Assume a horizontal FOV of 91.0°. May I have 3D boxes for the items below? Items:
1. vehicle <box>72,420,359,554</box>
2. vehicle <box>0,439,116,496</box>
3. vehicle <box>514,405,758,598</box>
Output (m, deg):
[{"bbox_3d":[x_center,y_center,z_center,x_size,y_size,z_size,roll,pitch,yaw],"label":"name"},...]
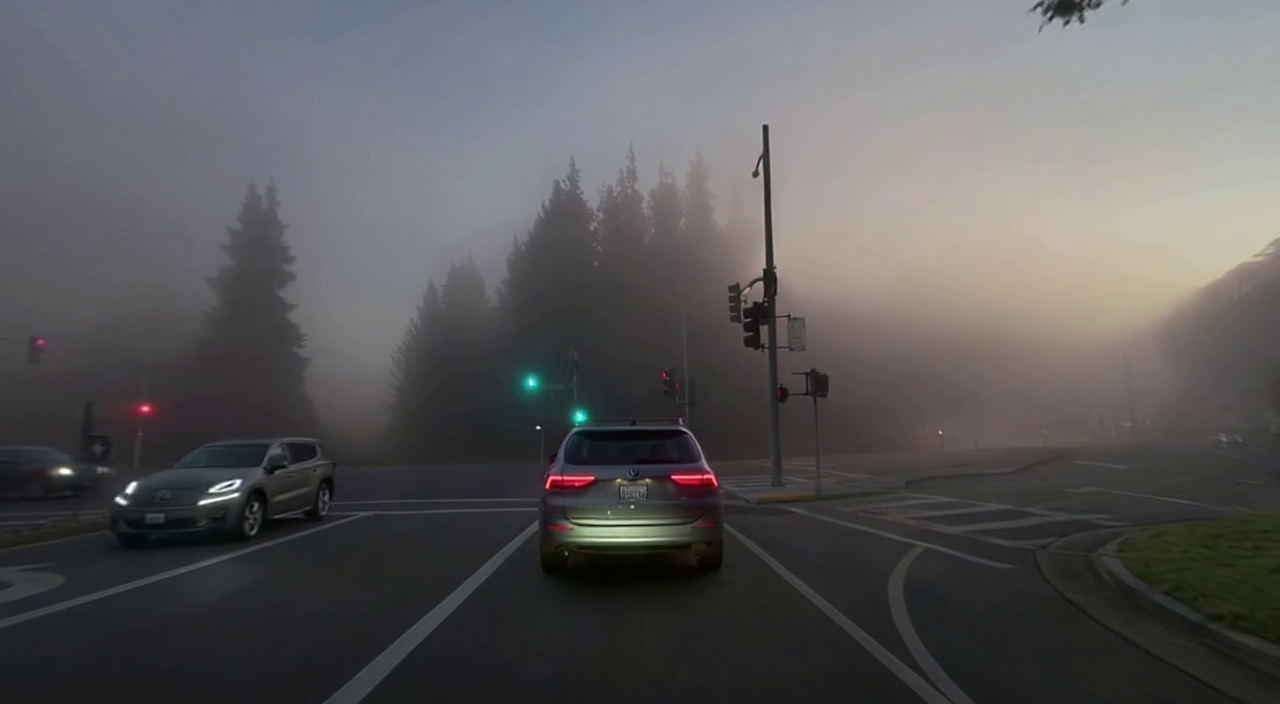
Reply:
[{"bbox_3d":[-6.428,2.058,10.295,2.020,1.695,4.187,1,-9,-5],"label":"vehicle"},{"bbox_3d":[-21.877,3.975,21.941,5.623,1.843,2.147,-1,-9,8],"label":"vehicle"},{"bbox_3d":[-0.184,1.628,7.699,2.154,1.670,4.140,1,-9,-5],"label":"vehicle"}]
